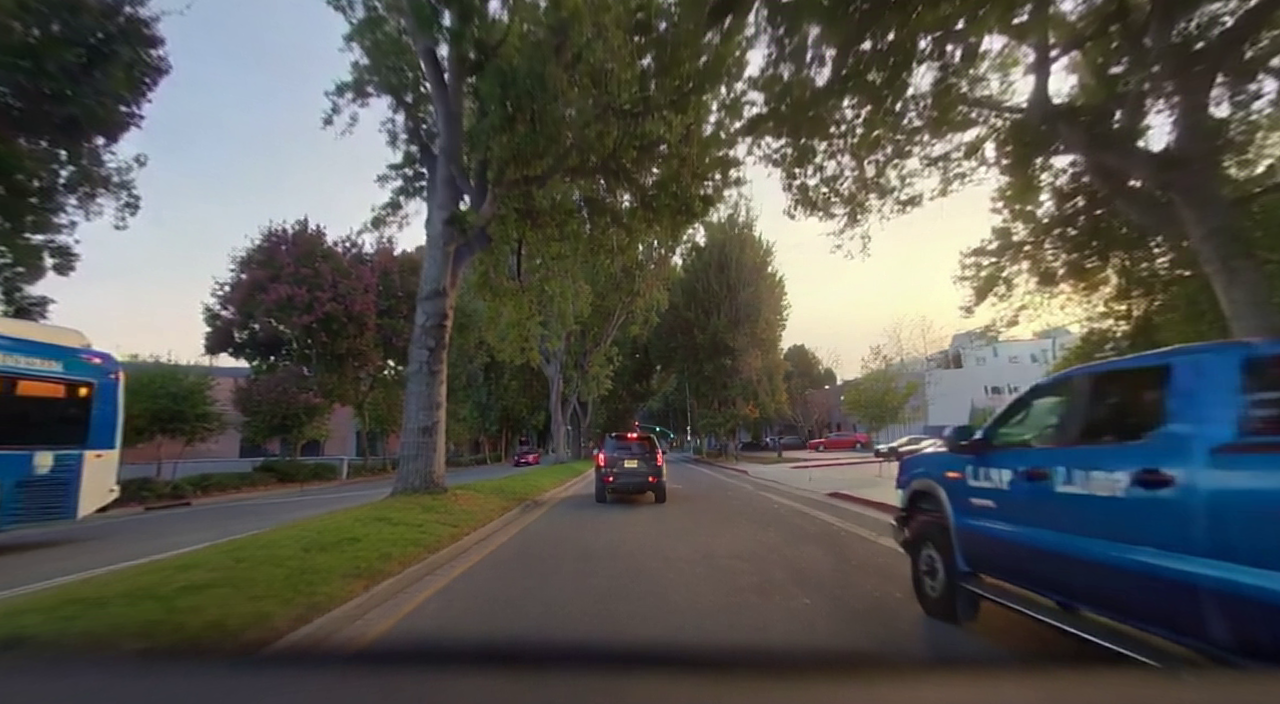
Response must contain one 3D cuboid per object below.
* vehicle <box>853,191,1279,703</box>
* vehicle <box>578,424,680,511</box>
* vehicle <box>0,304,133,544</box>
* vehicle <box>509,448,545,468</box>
[{"bbox_3d":[3.691,0.627,2.558,2.802,2.303,7.582,0,-9,-2],"label":"vehicle"},{"bbox_3d":[-0.266,2.875,16.257,2.157,1.816,5.804,0,-9,-1],"label":"vehicle"},{"bbox_3d":[-12.261,0.674,6.998,2.996,4.022,12.692,0,-9,-1],"label":"vehicle"},{"bbox_3d":[-8.871,8.364,49.977,2.027,1.493,4.707,0,-9,-1],"label":"vehicle"}]
